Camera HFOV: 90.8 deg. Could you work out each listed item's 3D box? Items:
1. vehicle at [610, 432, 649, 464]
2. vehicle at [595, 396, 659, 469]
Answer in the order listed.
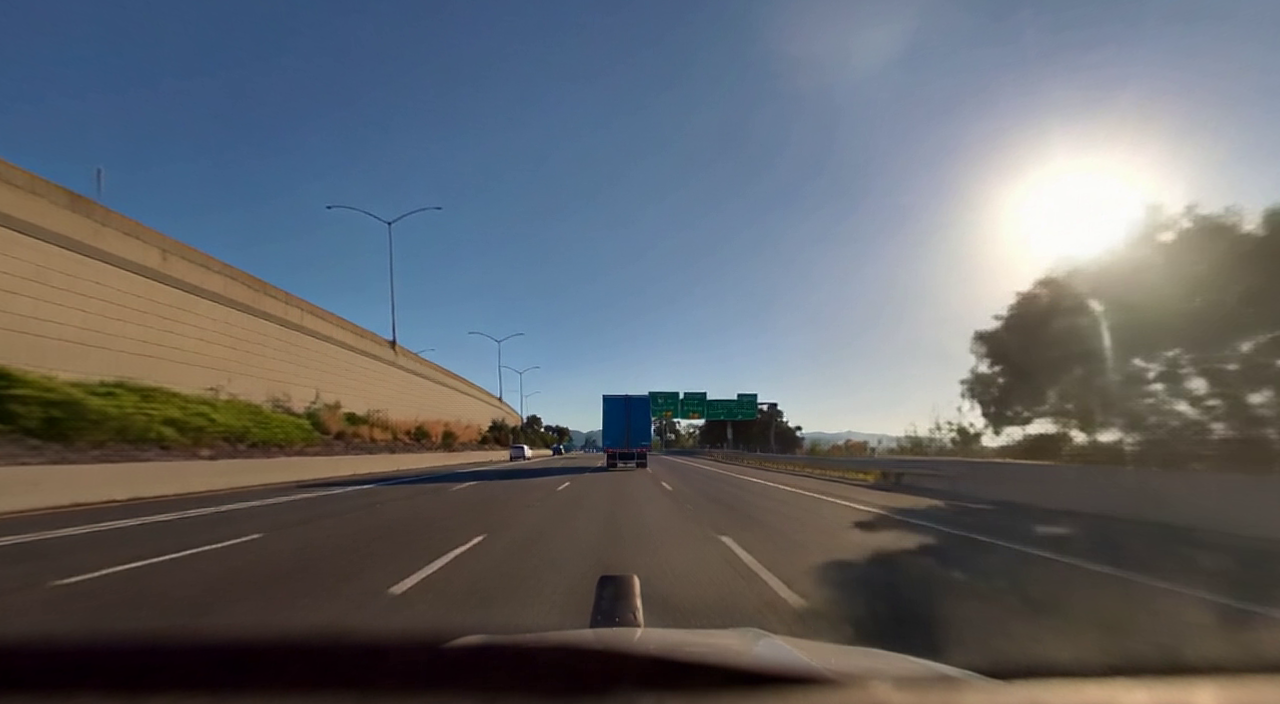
[{"bbox_3d":[-0.605,5.389,35.526,2.052,1.666,4.358,1,-9,-2],"label":"vehicle"},{"bbox_3d":[-0.697,5.033,38.158,3.233,3.678,11.032,1,-9,0],"label":"vehicle"}]
